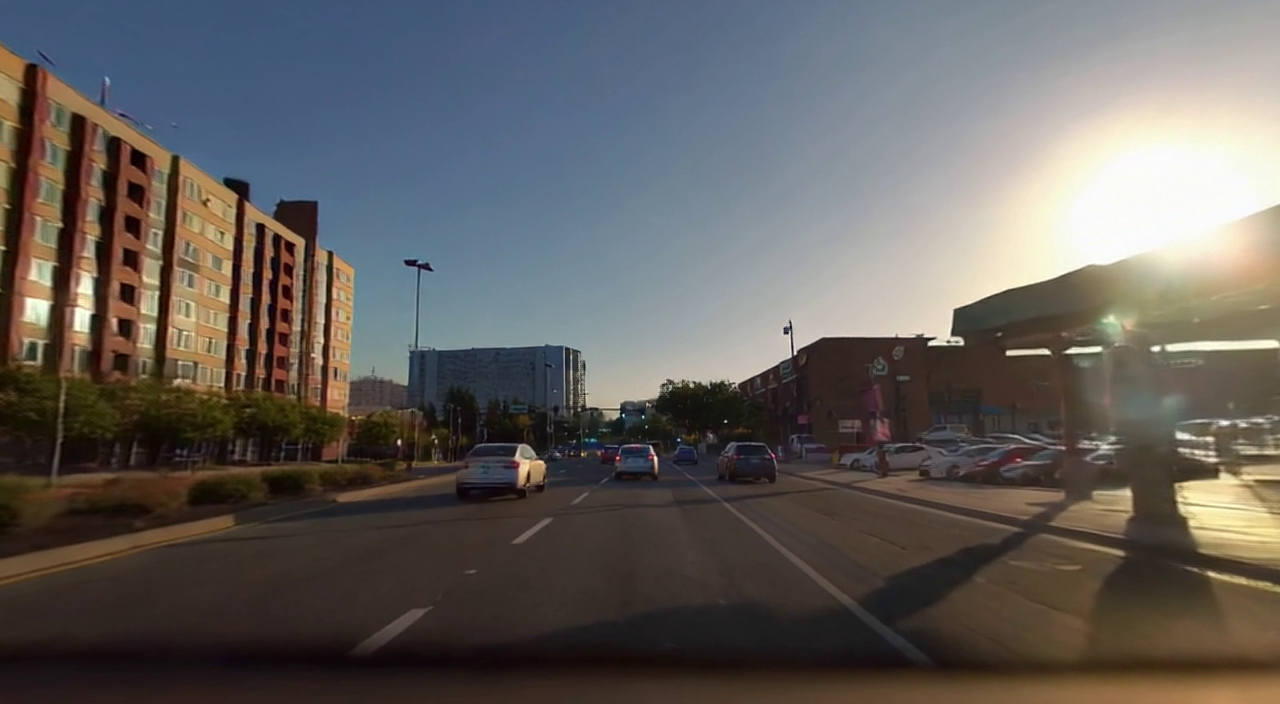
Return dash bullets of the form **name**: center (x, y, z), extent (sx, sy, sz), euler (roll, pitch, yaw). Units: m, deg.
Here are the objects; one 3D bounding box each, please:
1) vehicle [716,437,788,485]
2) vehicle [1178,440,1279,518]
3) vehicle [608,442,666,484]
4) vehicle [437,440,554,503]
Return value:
- **vehicle**: center (4.218, 4.189, 24.447), extent (2.007, 1.683, 4.171), euler (0, -8, 0)
- **vehicle**: center (13.901, 2.637, 13.401), extent (3.926, 1.479, 1.943), euler (3, -9, -20)
- **vehicle**: center (-0.077, 4.197, 24.185), extent (2.059, 1.477, 3.988), euler (0, -8, 1)
- **vehicle**: center (-3.763, 3.192, 17.369), extent (2.029, 1.482, 4.591), euler (0, -8, 1)
